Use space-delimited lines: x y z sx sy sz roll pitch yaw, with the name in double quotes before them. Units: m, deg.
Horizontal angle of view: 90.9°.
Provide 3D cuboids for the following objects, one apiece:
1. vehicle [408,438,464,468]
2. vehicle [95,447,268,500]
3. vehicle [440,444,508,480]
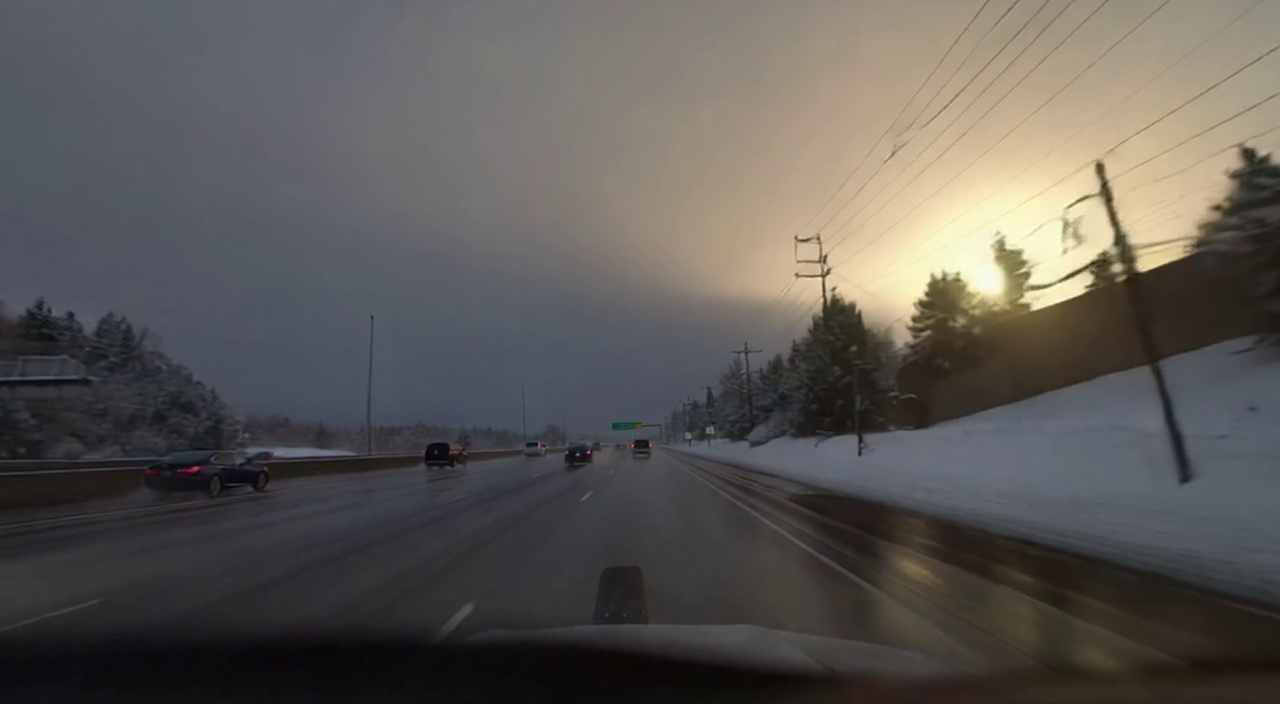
"vehicle" -14.183 7.073 44.212 2.172 1.946 5.017 -1 -9 1
"vehicle" -14.375 3.803 20.232 1.885 1.474 4.849 -1 -9 1
"vehicle" -7.436 4.944 28.665 1.899 1.472 4.202 -1 -9 1
